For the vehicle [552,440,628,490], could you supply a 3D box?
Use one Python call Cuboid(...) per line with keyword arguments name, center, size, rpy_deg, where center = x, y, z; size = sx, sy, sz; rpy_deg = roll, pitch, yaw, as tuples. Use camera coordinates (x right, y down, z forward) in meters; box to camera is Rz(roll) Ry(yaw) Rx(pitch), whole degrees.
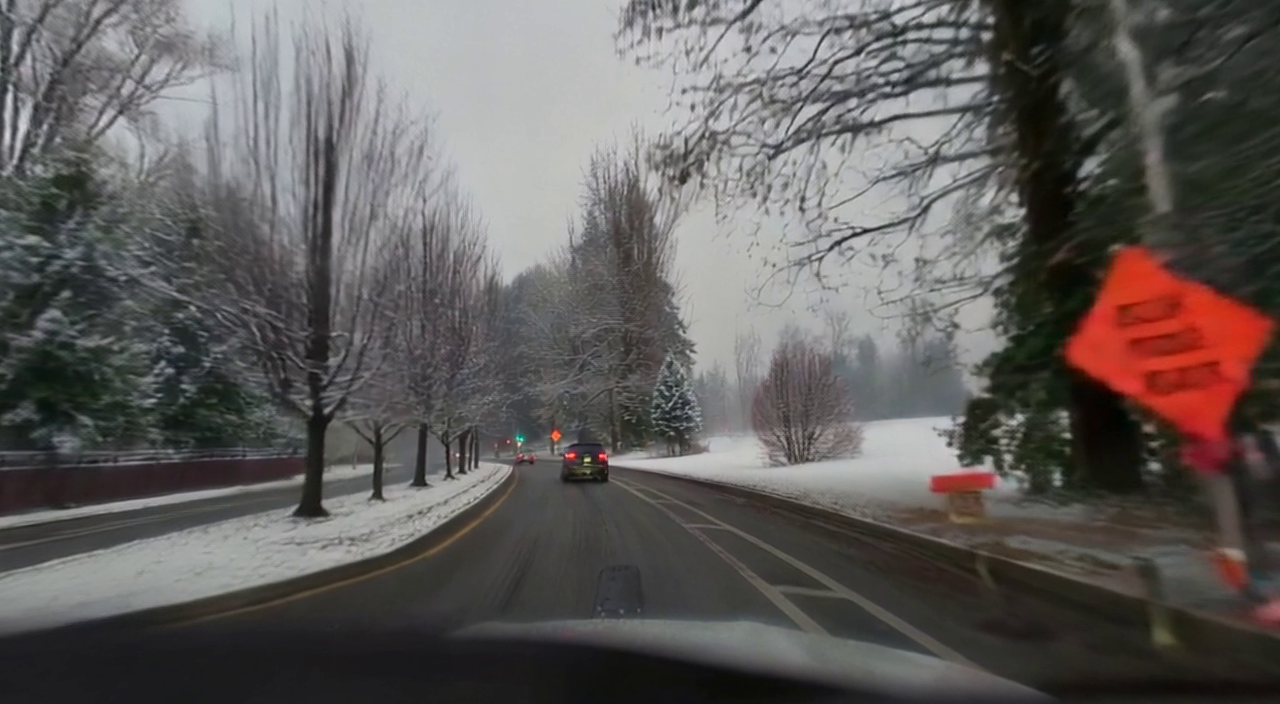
Cuboid(name="vehicle", center=(-1.832, 3.820, 21.824), size=(2.266, 1.508, 4.430), rpy_deg=(1, -9, -9))
